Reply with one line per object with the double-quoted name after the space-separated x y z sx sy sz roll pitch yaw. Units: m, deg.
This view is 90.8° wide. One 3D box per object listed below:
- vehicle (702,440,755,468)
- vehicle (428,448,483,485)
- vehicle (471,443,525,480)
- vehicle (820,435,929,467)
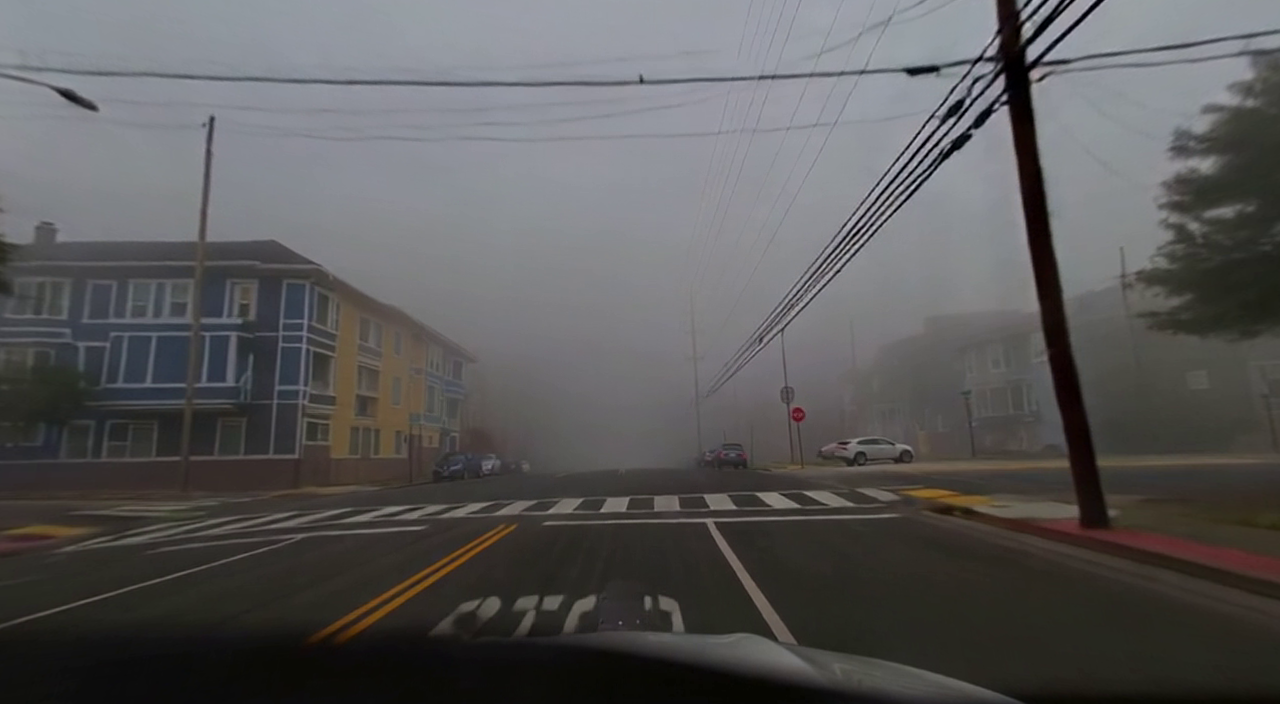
5.034 5.854 36.486 2.059 1.502 4.824 0 -9 -4 "vehicle"
-9.952 6.169 34.402 1.900 1.683 4.486 -5 -8 -5 "vehicle"
-10.262 7.985 46.361 2.687 2.491 5.936 0 -9 -1 "vehicle"
10.950 4.634 29.692 4.336 1.424 1.954 1 -9 -10 "vehicle"
